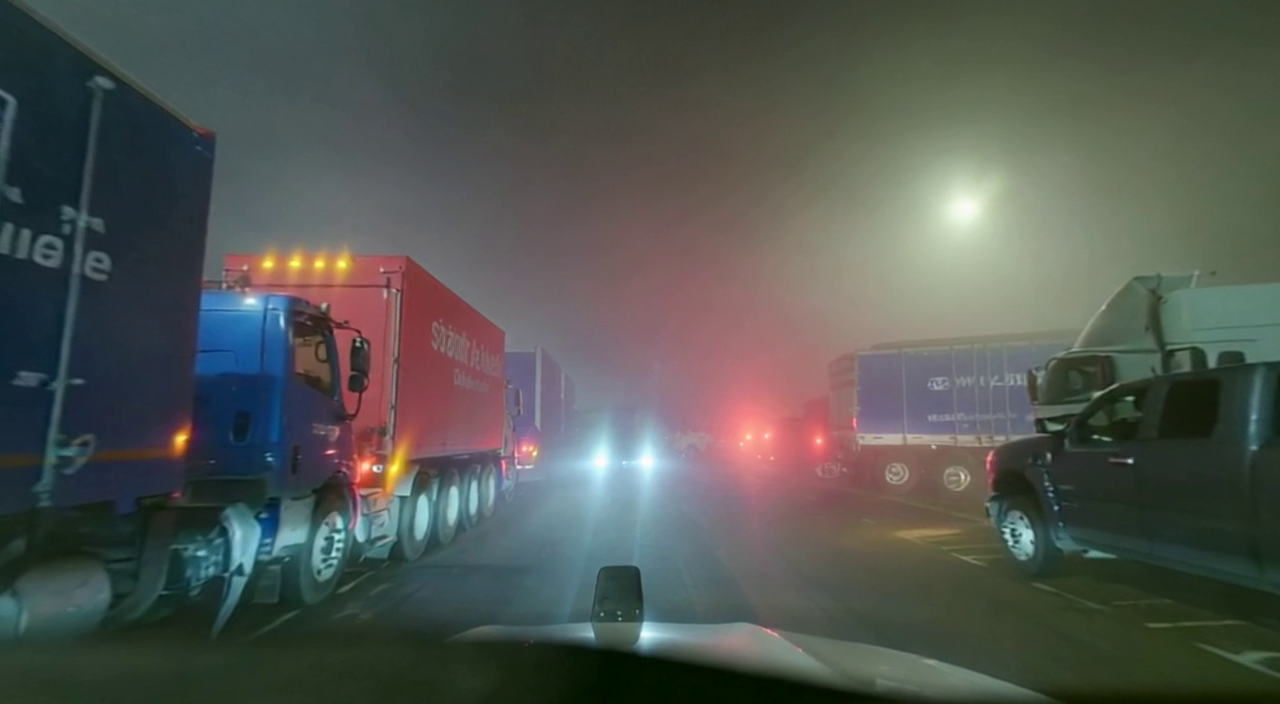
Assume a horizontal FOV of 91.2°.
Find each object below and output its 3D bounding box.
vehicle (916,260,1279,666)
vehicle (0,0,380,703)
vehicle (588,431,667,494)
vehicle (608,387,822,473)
[{"bbox_3d":[5.144,0.891,5.267,2.570,2.439,6.392,0,-9,-1],"label":"vehicle"},{"bbox_3d":[-3.956,0.190,2.769,2.844,3.085,6.941,0,-9,-2],"label":"vehicle"},{"bbox_3d":[-0.397,3.318,19.055,2.140,1.682,3.971,0,-9,-1],"label":"vehicle"},{"bbox_3d":[3.518,4.502,36.659,2.877,4.124,14.516,2,-7,-38],"label":"vehicle"}]
